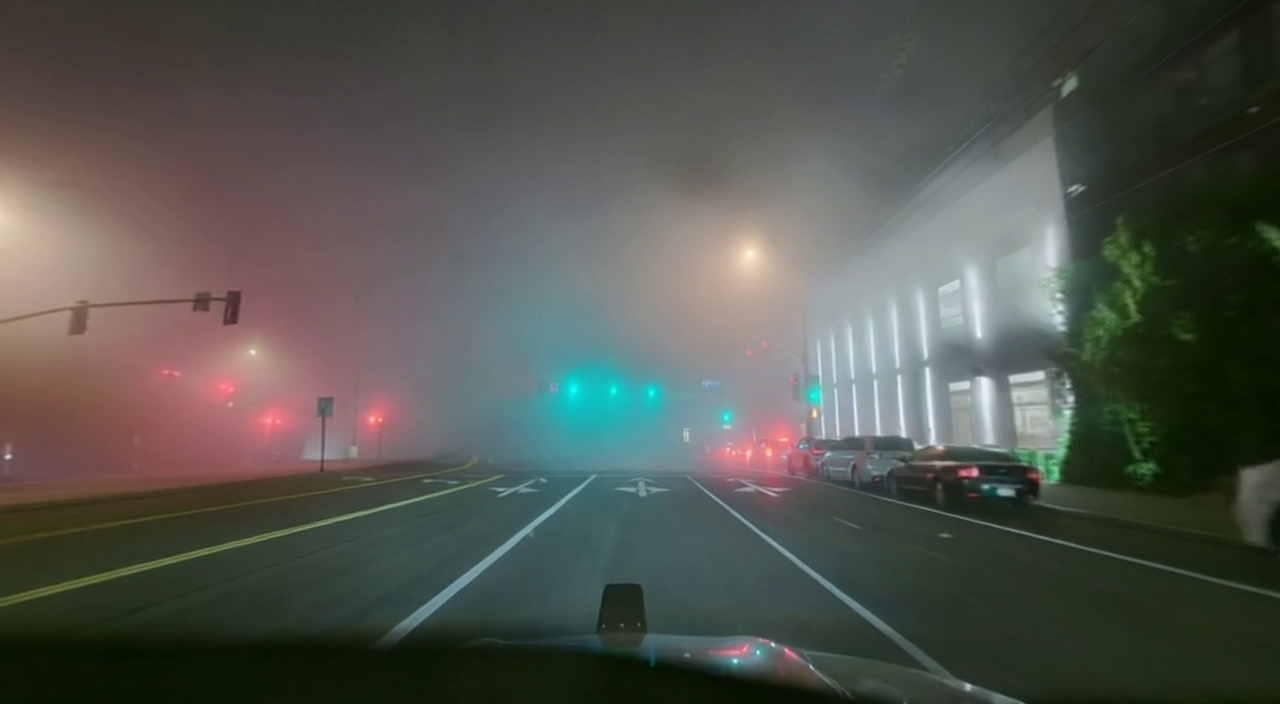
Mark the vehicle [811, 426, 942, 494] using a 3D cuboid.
[{"bbox_3d":[6.824,3.191,18.862,1.978,1.728,5.129,0,-9,0],"label":"vehicle"}]

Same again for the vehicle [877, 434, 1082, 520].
[{"bbox_3d":[6.804,2.533,13.291,1.880,1.483,4.510,0,-9,1],"label":"vehicle"}]
